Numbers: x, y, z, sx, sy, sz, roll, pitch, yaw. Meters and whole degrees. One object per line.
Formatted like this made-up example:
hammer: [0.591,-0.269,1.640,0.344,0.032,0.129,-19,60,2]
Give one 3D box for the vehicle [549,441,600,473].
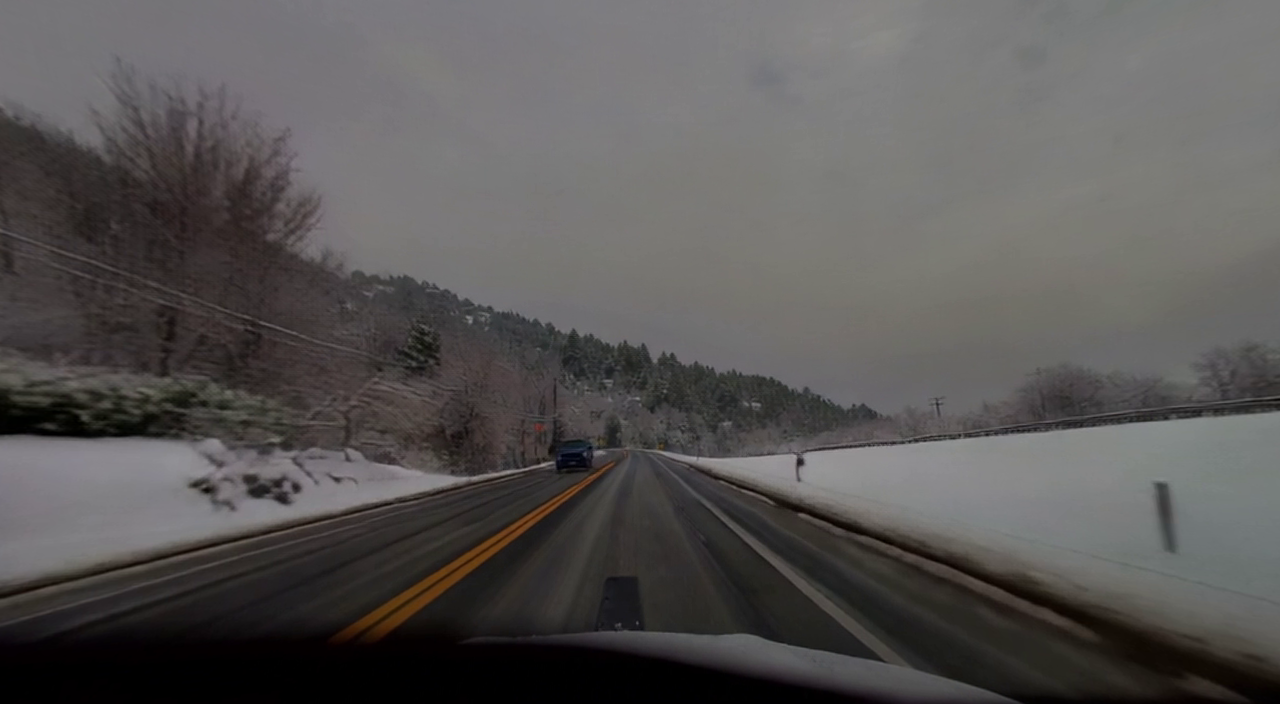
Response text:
vehicle: [-3.831,6.299,38.100,2.415,1.750,4.927,0,-9,1]
